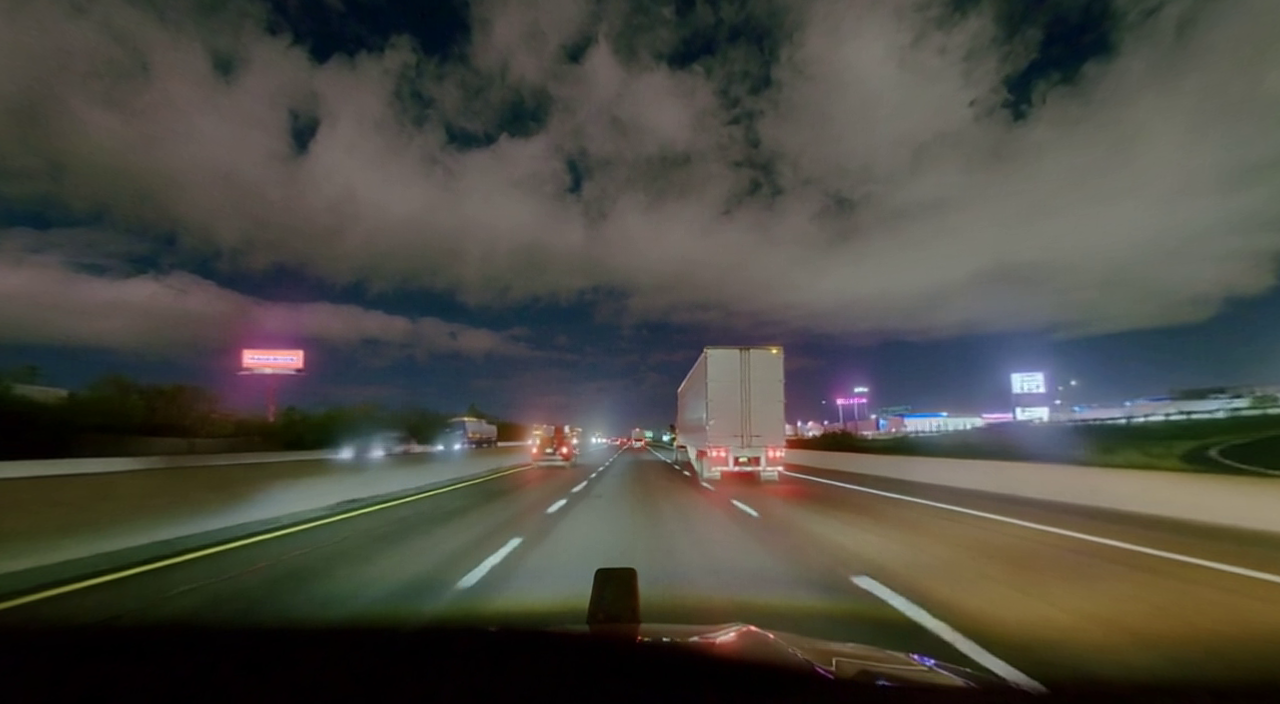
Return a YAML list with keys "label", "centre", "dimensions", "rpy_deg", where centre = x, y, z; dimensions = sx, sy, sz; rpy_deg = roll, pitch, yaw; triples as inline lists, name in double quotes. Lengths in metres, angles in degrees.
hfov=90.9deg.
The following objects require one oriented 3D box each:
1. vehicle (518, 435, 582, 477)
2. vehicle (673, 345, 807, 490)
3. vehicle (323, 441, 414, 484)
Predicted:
- label: "vehicle"
  centre: [-3.395, 3.970, 24.441]
  dimensions: [1.930, 1.484, 3.849]
  rpy_deg: [0, -8, 0]
- label: "vehicle"
  centre: [2.924, 2.464, 22.275]
  dimensions: [2.871, 3.815, 11.331]
  rpy_deg: [0, -8, 0]
- label: "vehicle"
  centre: [-11.685, 4.732, 27.495]
  dimensions: [1.950, 1.675, 4.630]
  rpy_deg: [0, -8, -1]
